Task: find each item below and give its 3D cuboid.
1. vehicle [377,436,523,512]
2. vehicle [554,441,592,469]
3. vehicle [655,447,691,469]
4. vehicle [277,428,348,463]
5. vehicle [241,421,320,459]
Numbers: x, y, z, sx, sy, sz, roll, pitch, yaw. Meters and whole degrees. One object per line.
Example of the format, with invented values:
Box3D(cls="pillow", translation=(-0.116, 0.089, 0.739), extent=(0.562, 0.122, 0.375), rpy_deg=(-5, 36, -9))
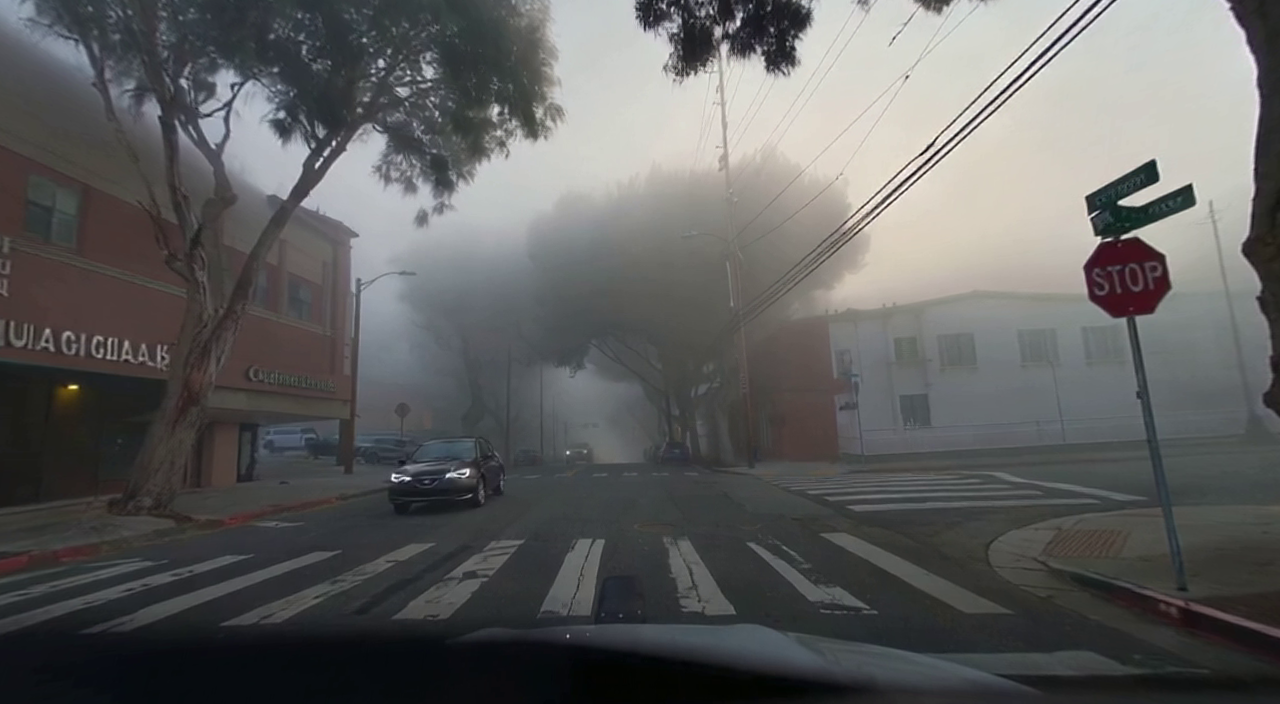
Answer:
Box3D(cls="vehicle", translation=(-4.250, 2.803, 15.056), extent=(2.140, 1.512, 4.536), rpy_deg=(0, -8, -1))
Box3D(cls="vehicle", translation=(-5.068, 7.915, 48.766), extent=(2.495, 1.966, 4.846), rpy_deg=(0, -8, -1))
Box3D(cls="vehicle", translation=(2.108, 6.927, 41.504), extent=(1.877, 1.373, 3.854), rpy_deg=(0, -8, -3))
Box3D(cls="vehicle", translation=(-25.428, 7.285, 49.331), extent=(2.288, 2.514, 5.886), rpy_deg=(0, -8, 0))
Box3D(cls="vehicle", translation=(-28.119, 6.975, 49.756), extent=(2.249, 2.760, 6.636), rpy_deg=(0, -8, 0))
